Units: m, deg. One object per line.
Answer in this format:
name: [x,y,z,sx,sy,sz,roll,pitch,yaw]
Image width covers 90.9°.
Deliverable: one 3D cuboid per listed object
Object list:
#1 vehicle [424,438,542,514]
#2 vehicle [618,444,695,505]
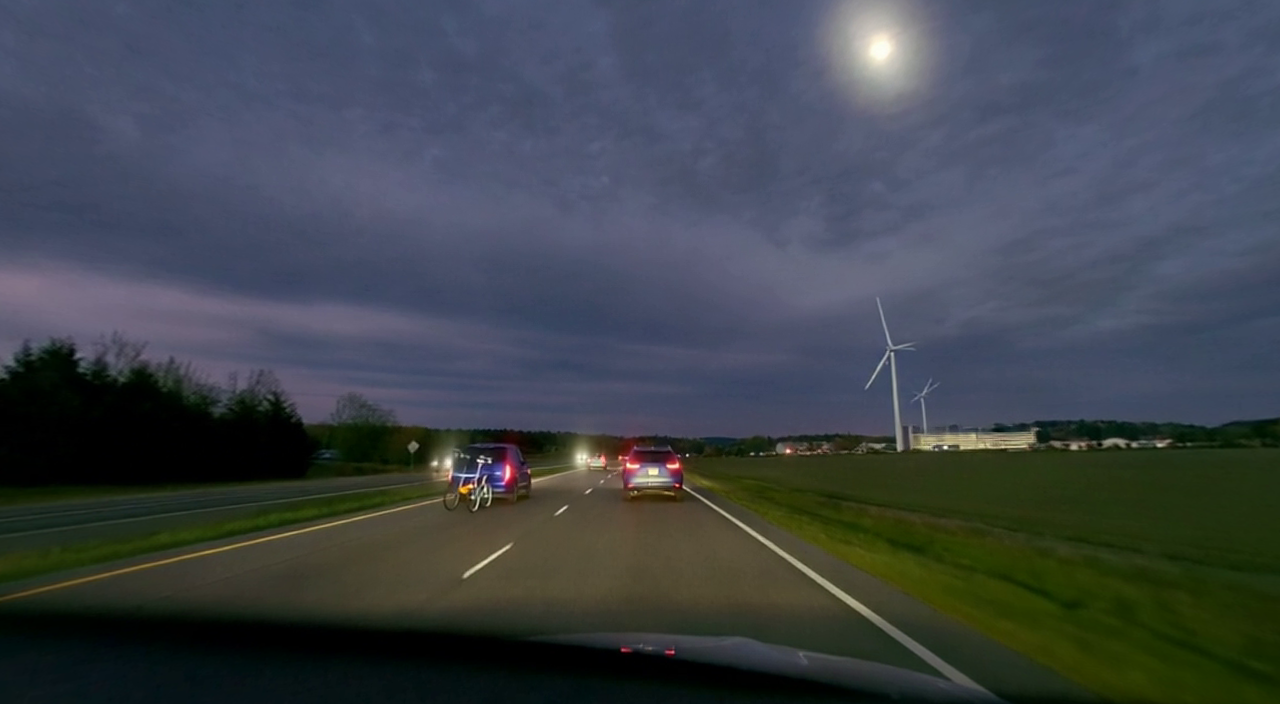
vehicle: [-3.861,3.124,16.300,1.962,1.681,4.033,0,-9,1]
vehicle: [0.407,3.606,18.951,2.063,1.582,3.955,0,-9,-1]
